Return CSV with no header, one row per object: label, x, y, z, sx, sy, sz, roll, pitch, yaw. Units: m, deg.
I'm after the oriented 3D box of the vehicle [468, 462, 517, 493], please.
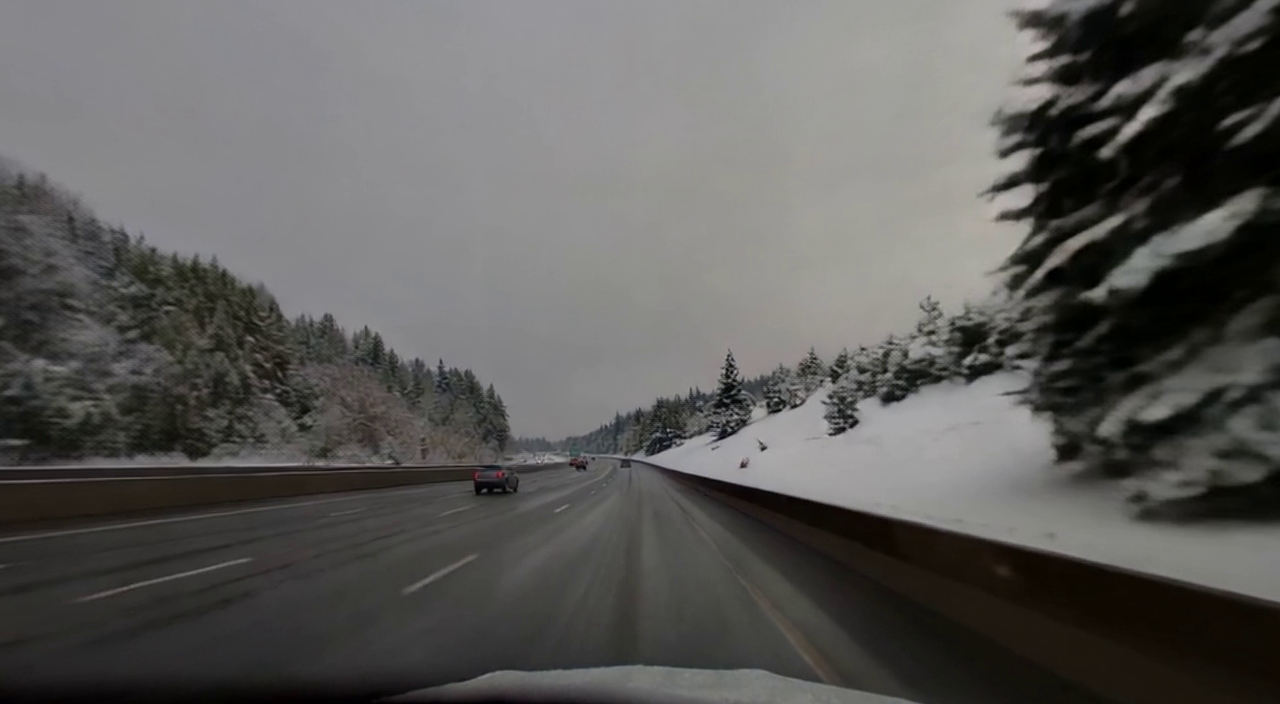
vehicle,-7.794,6.680,33.659,1.742,1.494,3.795,-1,-10,-1
